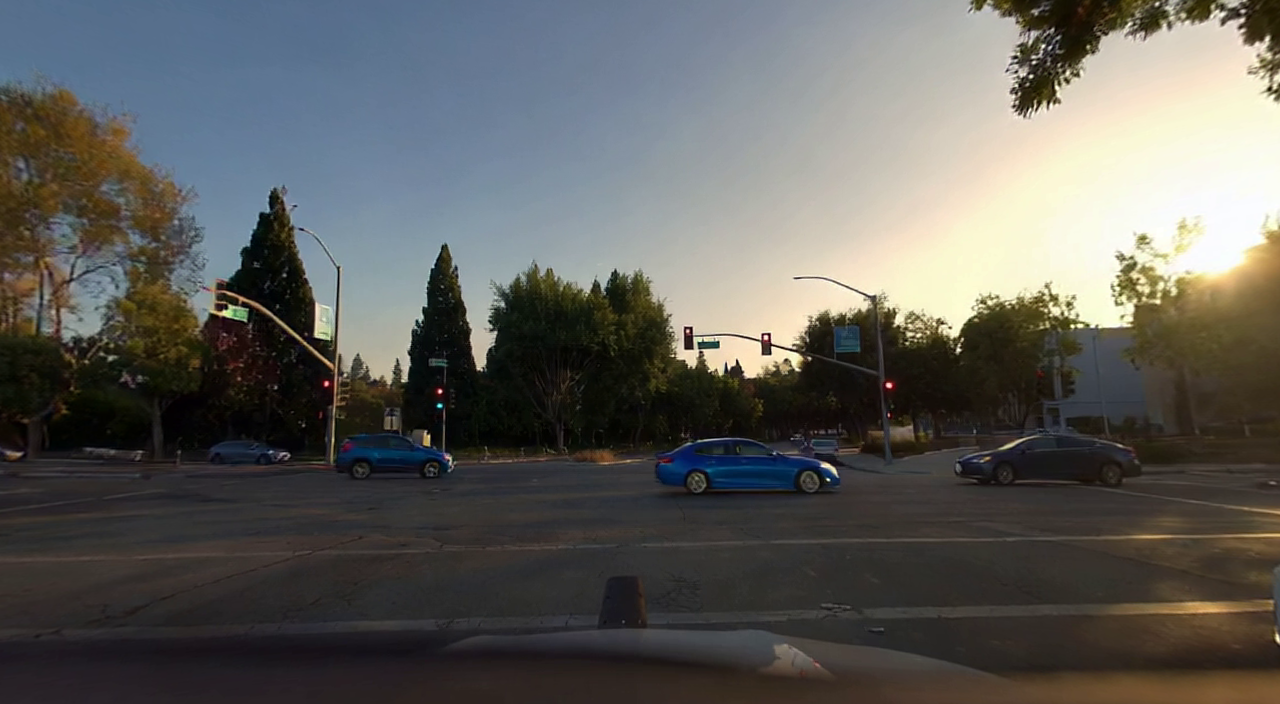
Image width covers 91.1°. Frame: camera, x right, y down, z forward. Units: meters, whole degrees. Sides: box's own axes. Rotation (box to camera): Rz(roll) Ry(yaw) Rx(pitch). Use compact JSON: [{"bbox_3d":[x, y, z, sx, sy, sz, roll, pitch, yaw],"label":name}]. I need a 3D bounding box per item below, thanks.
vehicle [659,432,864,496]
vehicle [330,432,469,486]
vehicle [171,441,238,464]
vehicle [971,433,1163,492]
[{"bbox_3d":[3.017,2.917,16.529,5.000,1.559,1.960,0,-8,1],"label":"vehicle"},{"bbox_3d":[-8.333,3.747,22.234,4.346,1.753,1.994,2,-9,-15],"label":"vehicle"},{"bbox_3d":[-29.107,6.695,42.053,1.696,1.431,3.686,0,-8,3],"label":"vehicle"},{"bbox_3d":[13.596,3.532,20.270,4.580,1.768,2.134,0,-8,1],"label":"vehicle"}]
